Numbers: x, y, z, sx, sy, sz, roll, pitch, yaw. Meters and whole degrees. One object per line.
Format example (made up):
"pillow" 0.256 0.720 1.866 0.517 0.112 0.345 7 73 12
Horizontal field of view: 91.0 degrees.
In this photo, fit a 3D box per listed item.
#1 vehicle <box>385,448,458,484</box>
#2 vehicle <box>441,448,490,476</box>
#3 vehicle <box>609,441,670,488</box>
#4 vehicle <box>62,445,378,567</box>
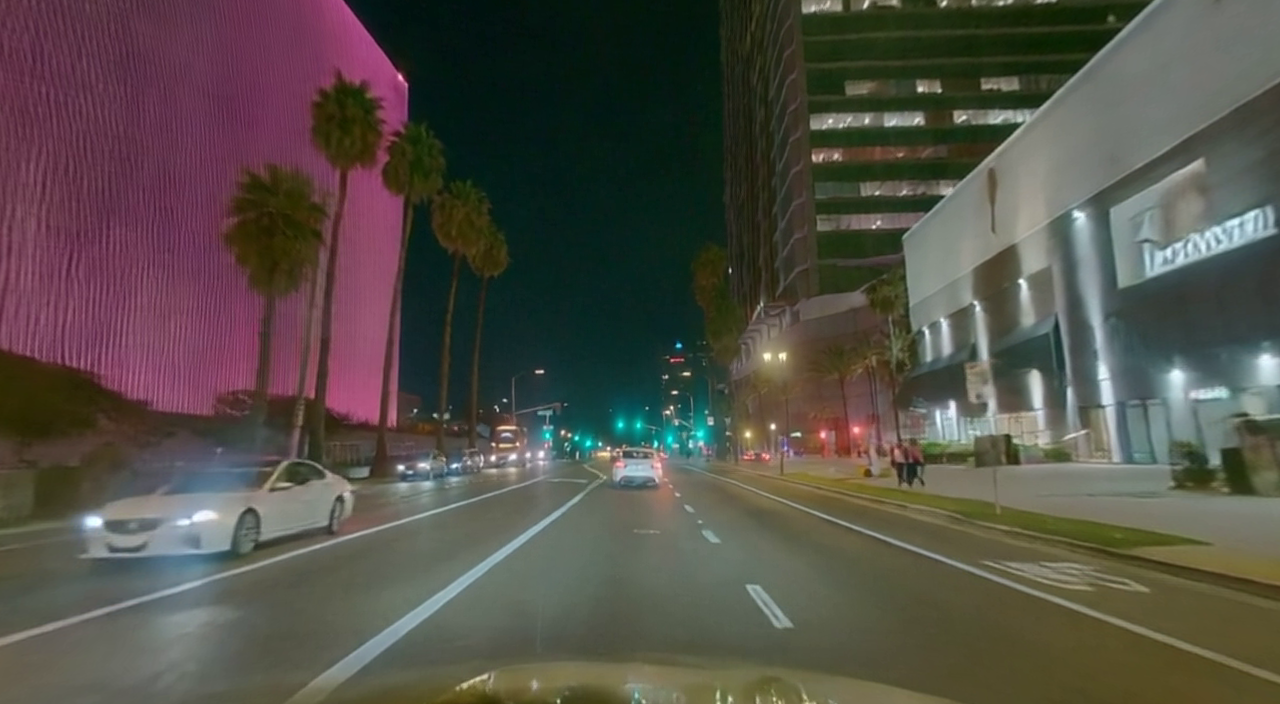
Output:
"vehicle" -12.316 6.454 35.947 2.308 1.839 4.793 -1 -8 2
"vehicle" -12.089 7.648 43.990 1.981 1.803 4.835 0 -8 1
"vehicle" -0.033 4.278 24.278 2.145 1.632 3.972 0 -8 0
"vehicle" -6.197 2.258 10.139 1.951 1.476 4.452 -1 -8 1
